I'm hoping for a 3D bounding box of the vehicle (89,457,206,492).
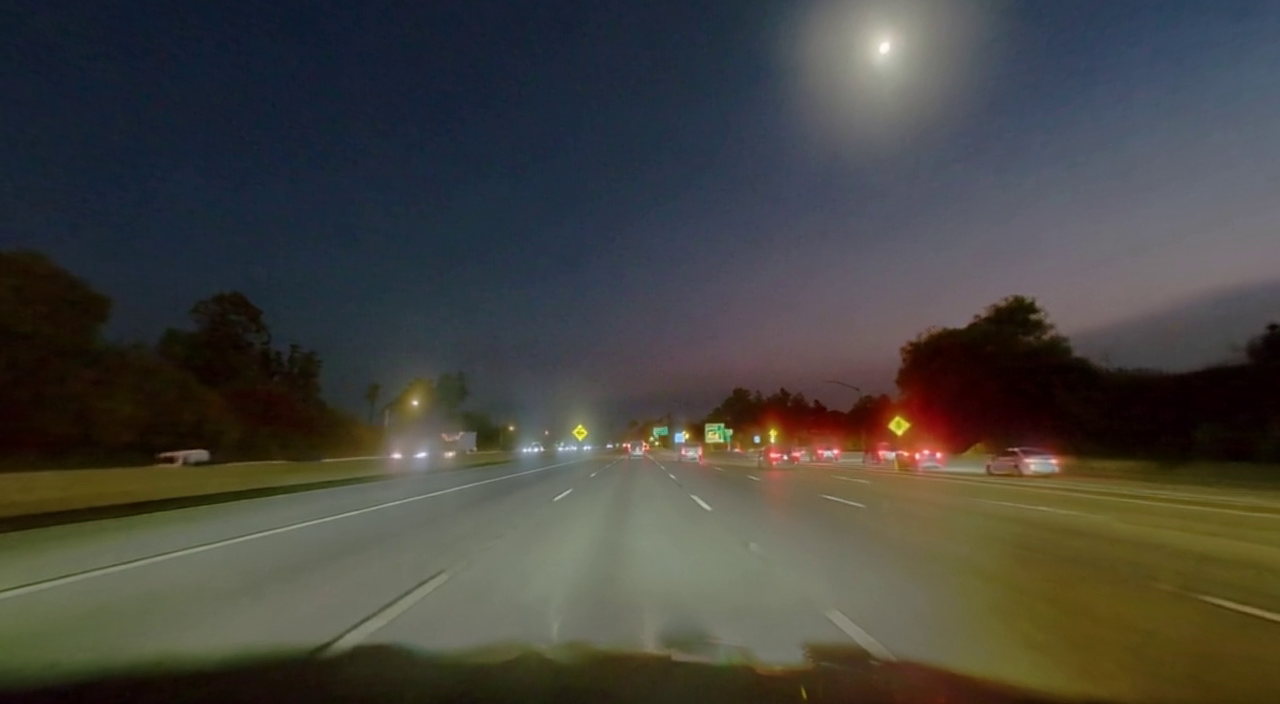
[{"bbox_3d":[-23.703,5.888,30.559,1.852,1.487,4.696,0,-8,0],"label":"vehicle"}]

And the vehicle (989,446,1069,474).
[{"bbox_3d":[21.918,6.084,35.704,1.774,1.457,4.653,0,-8,3],"label":"vehicle"}]

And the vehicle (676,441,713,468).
[{"bbox_3d":[3.573,6.800,42.078,2.035,1.704,3.867,0,-8,-1],"label":"vehicle"}]

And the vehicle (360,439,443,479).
[{"bbox_3d":[-12.305,5.547,32.984,2.197,1.943,5.421,0,-8,0],"label":"vehicle"}]

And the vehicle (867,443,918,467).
[{"bbox_3d":[18.207,7.456,45.625,1.887,1.642,4.592,0,-8,2],"label":"vehicle"}]

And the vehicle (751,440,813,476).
[{"bbox_3d":[6.830,5.140,30.717,1.902,1.623,4.360,0,-8,-1],"label":"vehicle"}]

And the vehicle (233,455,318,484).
[{"bbox_3d":[-19.635,6.322,34.157,1.824,1.412,4.642,0,-8,0],"label":"vehicle"}]
